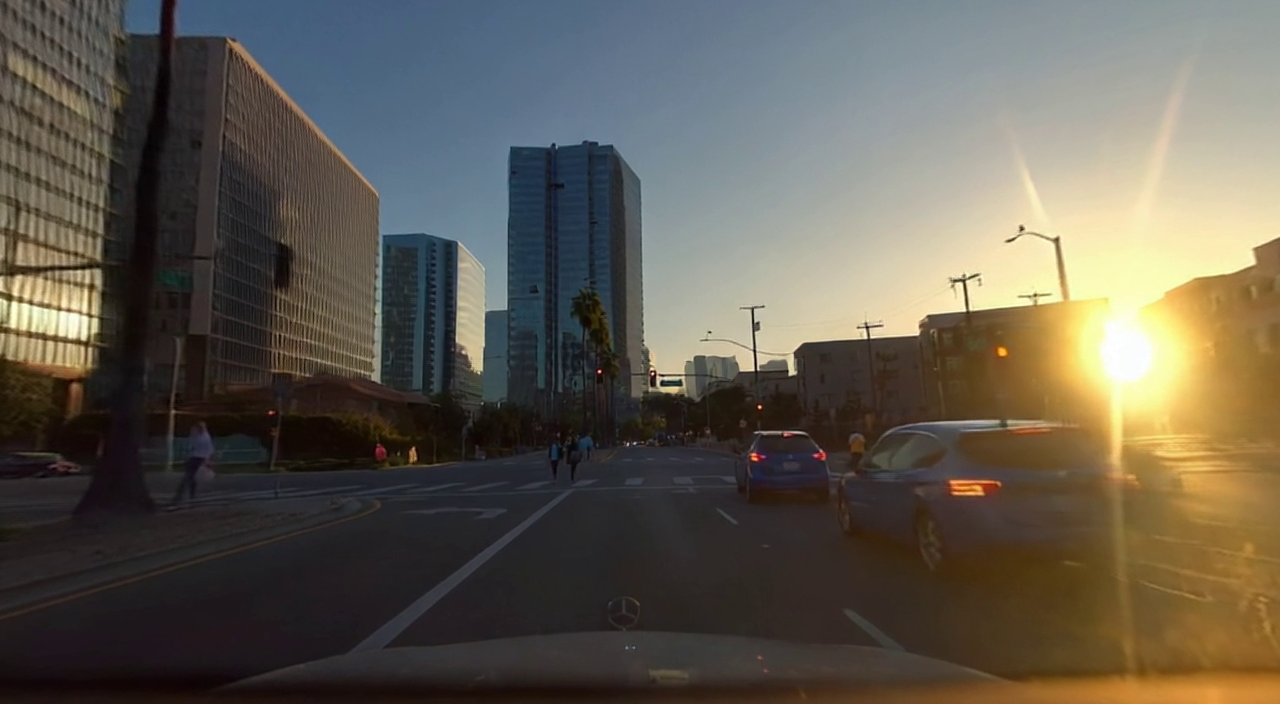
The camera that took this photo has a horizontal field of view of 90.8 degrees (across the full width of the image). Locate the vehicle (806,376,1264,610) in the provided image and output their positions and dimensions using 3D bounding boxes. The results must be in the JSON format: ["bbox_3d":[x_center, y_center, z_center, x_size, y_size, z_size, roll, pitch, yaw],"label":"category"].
[{"bbox_3d":[3.628,1.414,7.230,2.060,1.756,4.770,0,-9,-1],"label":"vehicle"}]

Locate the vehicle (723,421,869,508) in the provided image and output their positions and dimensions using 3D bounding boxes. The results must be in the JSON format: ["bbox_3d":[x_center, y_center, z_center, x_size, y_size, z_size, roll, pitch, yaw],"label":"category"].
[{"bbox_3d":[3.242,2.450,14.117,2.060,1.631,4.169,0,-9,-2],"label":"vehicle"}]
